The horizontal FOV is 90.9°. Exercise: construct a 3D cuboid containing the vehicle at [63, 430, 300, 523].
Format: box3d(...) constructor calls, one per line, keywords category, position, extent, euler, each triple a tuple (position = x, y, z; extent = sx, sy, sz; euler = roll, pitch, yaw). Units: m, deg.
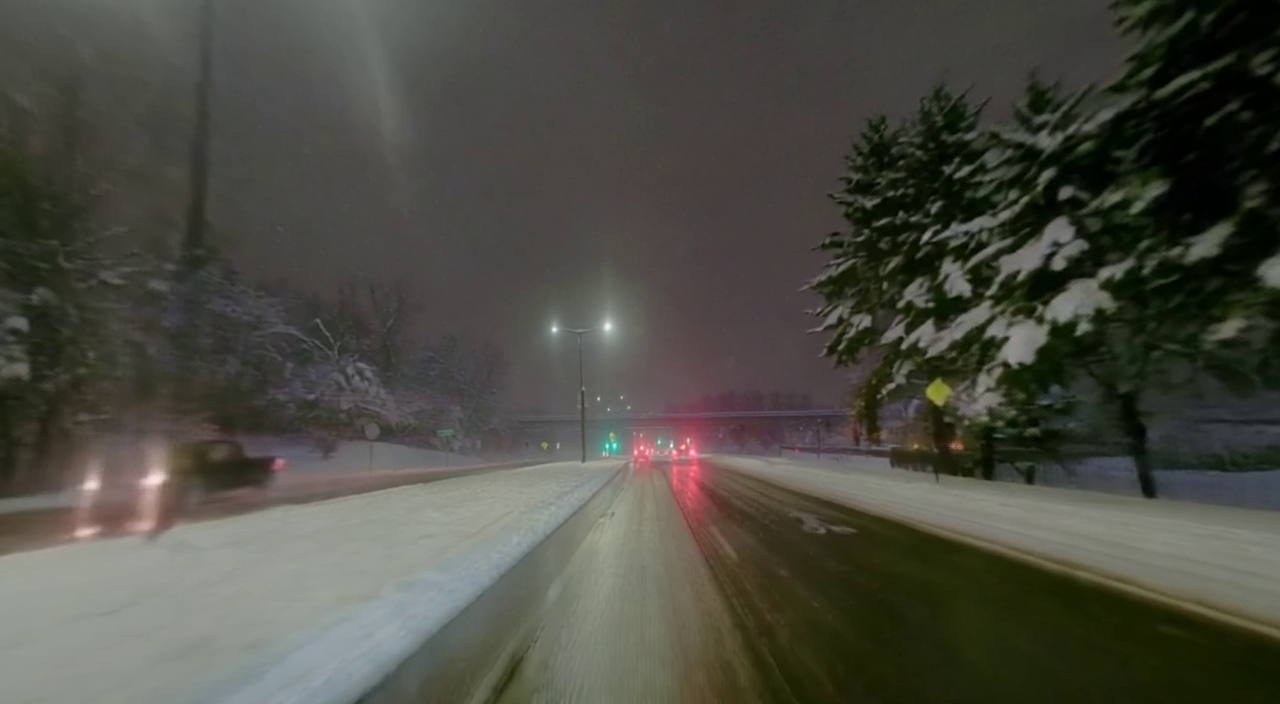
box3d(category="vehicle", position=(-10.708, 2.923, 15.361), extent=(2.144, 1.835, 4.733), euler=(2, -9, 0))
